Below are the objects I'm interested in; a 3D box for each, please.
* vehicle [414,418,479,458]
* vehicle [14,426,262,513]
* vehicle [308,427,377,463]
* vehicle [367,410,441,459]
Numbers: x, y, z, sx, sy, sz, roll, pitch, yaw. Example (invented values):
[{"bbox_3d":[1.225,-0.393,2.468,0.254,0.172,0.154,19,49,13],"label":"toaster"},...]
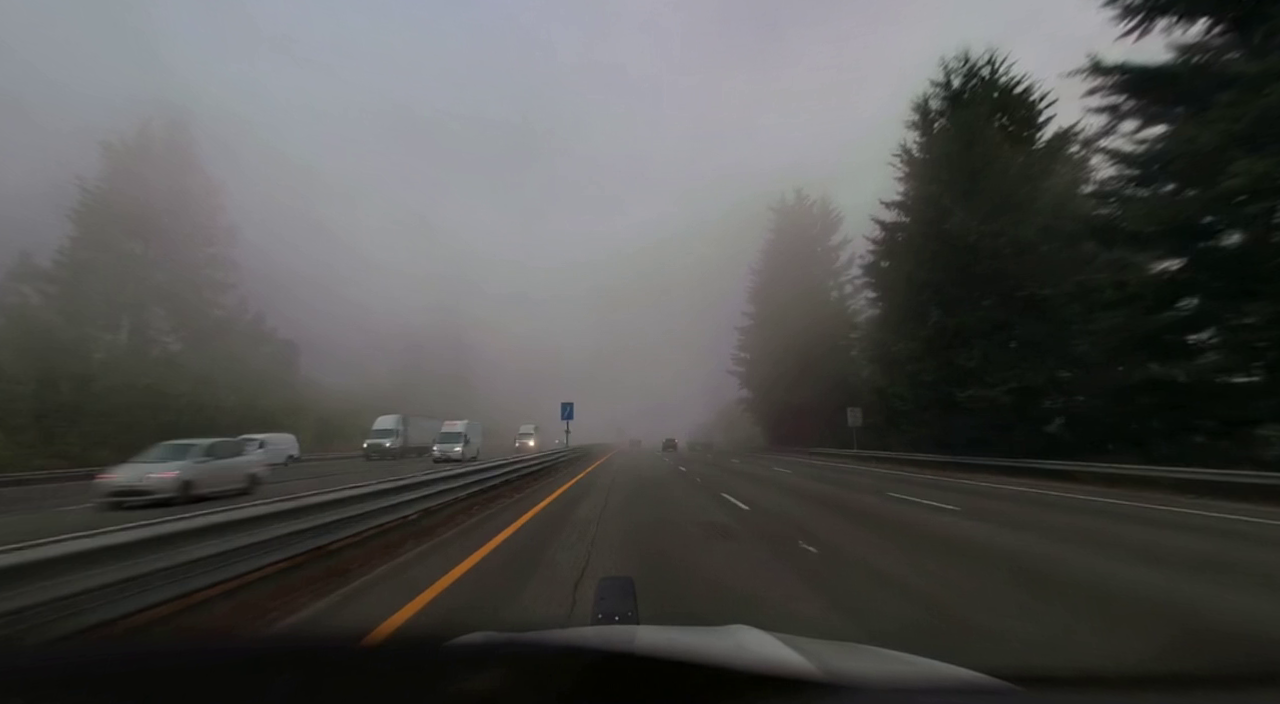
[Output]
[{"bbox_3d":[-13.127,5.908,43.403,2.205,2.451,7.175,0,-8,0],"label":"vehicle"},{"bbox_3d":[-9.403,2.188,12.260,1.777,1.420,3.657,0,-8,0],"label":"vehicle"},{"bbox_3d":[-13.553,4.246,28.840,1.684,1.545,2.900,0,-8,0],"label":"vehicle"},{"bbox_3d":[-17.451,6.179,47.230,2.901,3.354,7.008,0,-8,-1],"label":"vehicle"}]
